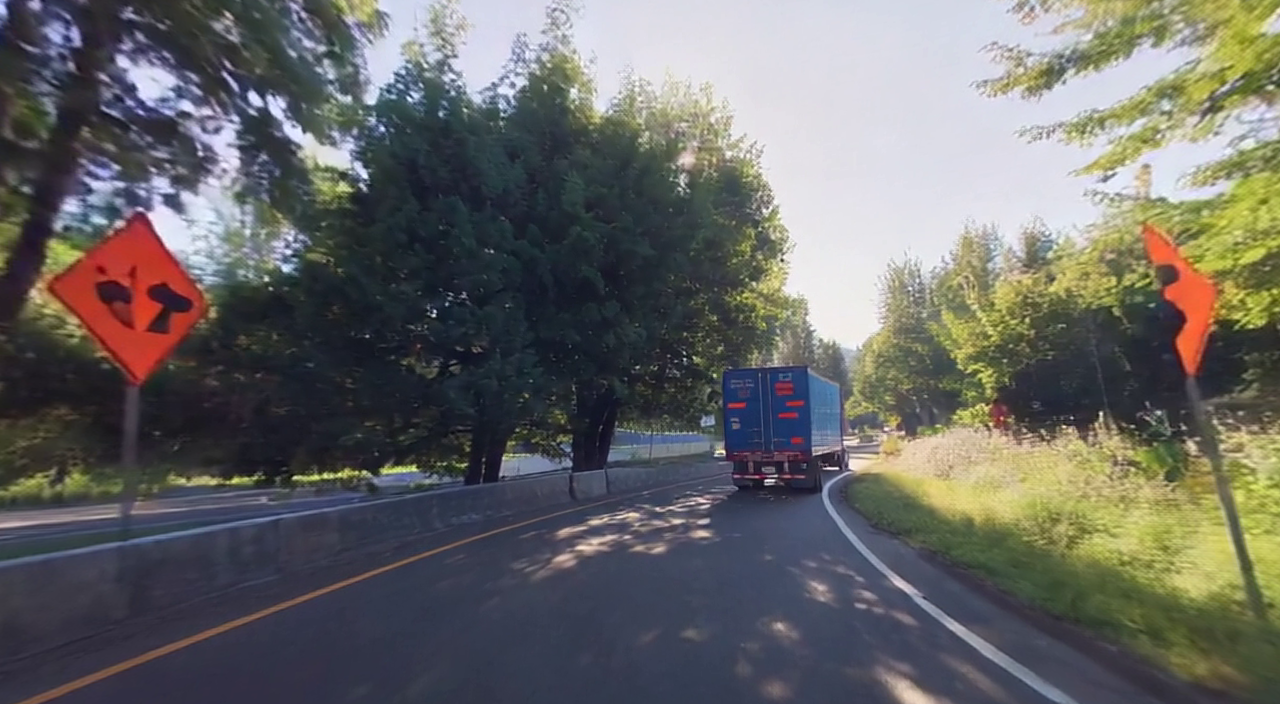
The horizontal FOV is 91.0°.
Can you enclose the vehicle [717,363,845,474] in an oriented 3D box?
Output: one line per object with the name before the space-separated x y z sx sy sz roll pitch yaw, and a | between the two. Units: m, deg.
vehicle | 6.046 2.807 25.457 2.937 3.647 9.344 -4 -9 25
